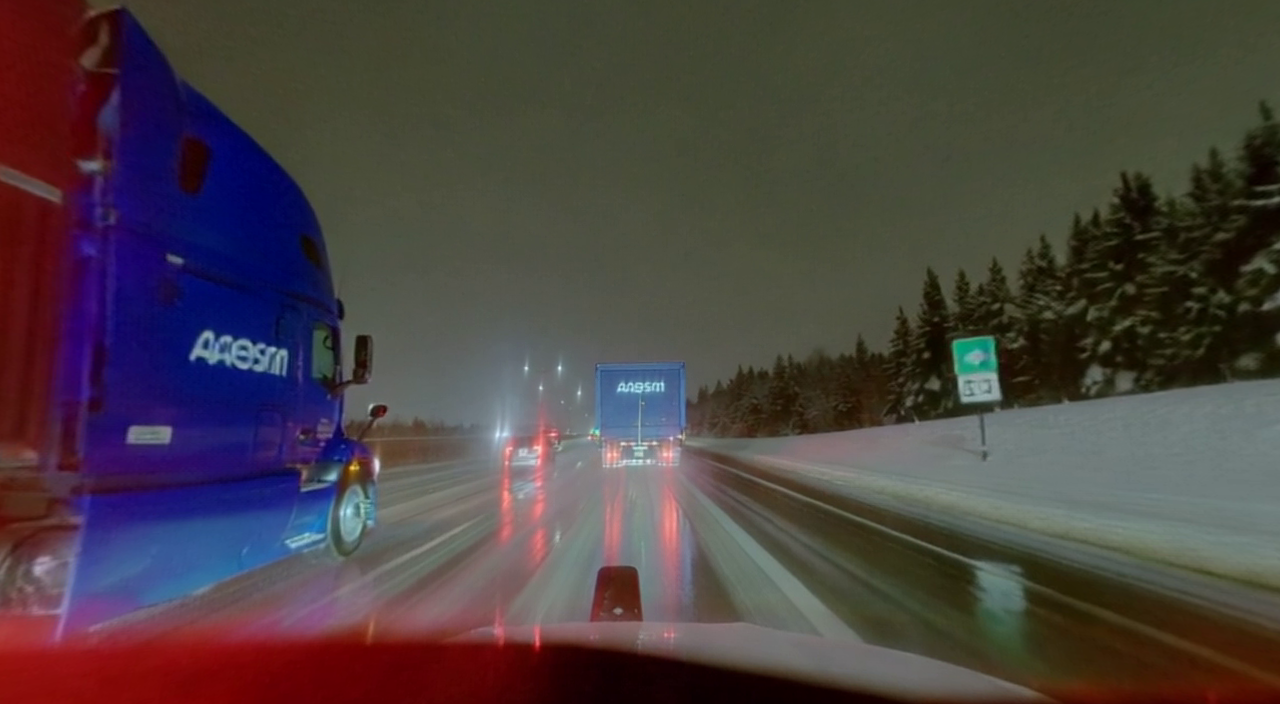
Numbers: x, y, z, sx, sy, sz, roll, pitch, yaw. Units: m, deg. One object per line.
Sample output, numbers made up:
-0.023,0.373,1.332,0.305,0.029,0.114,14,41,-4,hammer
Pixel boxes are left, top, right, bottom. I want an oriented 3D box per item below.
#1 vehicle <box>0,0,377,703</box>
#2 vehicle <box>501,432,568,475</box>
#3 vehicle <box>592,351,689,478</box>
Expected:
-4.270,-0.159,3.715,3.007,4.031,6.044,0,-7,-3,vehicle
-3.974,3.874,24.329,1.933,1.492,3.838,0,-8,0,vehicle
-0.169,2.715,25.741,3.118,4.106,10.719,0,-8,-2,vehicle
